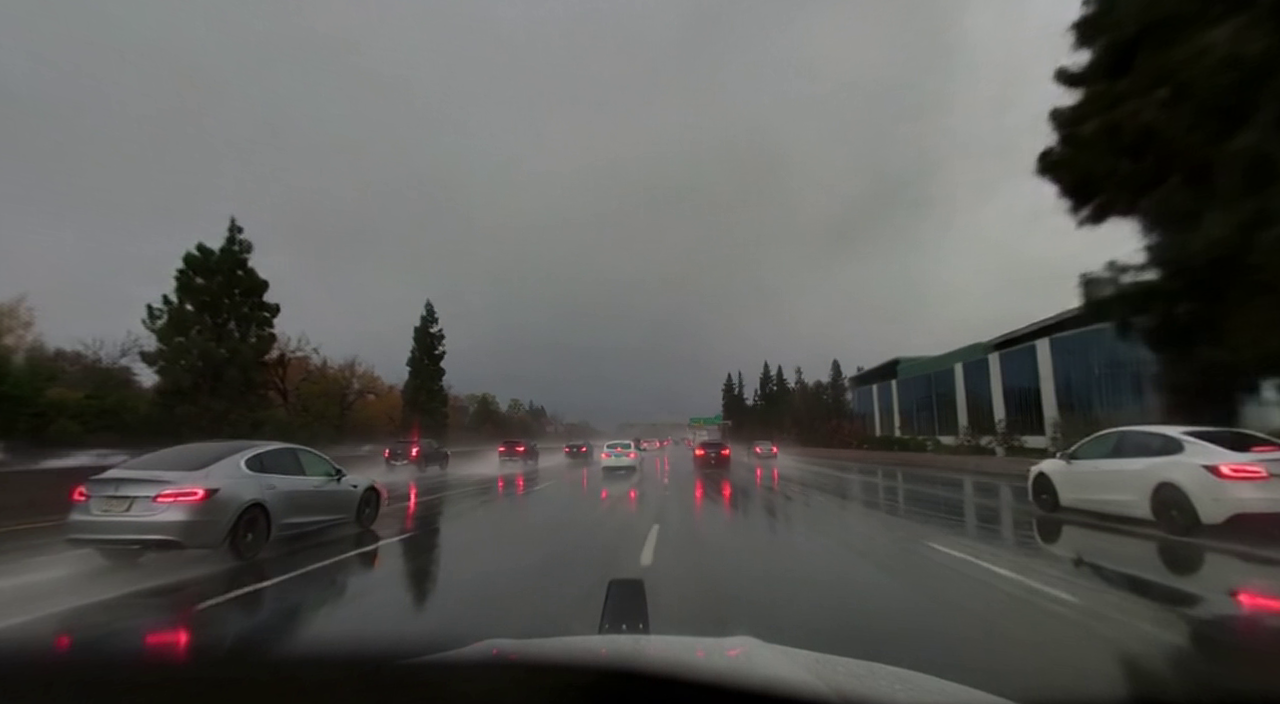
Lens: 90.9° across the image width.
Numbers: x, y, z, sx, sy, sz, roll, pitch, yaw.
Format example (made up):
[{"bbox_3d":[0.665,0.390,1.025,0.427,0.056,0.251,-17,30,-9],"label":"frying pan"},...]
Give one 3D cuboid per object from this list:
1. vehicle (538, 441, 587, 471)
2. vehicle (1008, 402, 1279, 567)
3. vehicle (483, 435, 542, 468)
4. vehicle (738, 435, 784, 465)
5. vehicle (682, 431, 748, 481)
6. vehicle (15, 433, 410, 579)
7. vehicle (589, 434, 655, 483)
[{"bbox_3d":[-4.065,5.497,33.709,1.886,1.455,4.148,-1,-8,3],"label":"vehicle"},{"bbox_3d":[7.758,1.732,9.062,1.960,1.726,5.016,0,-8,1],"label":"vehicle"},{"bbox_3d":[-7.553,5.932,37.881,2.187,1.851,5.085,-1,-8,4],"label":"vehicle"},{"bbox_3d":[7.671,6.237,40.368,2.071,1.754,4.484,0,-8,1],"label":"vehicle"},{"bbox_3d":[2.763,3.941,24.151,2.114,1.715,4.136,-1,-8,2],"label":"vehicle"},{"bbox_3d":[-5.304,1.920,8.896,2.116,1.473,4.644,-1,-8,4],"label":"vehicle"},{"bbox_3d":[-0.569,3.931,23.592,2.102,1.624,4.257,-1,-8,3],"label":"vehicle"}]
